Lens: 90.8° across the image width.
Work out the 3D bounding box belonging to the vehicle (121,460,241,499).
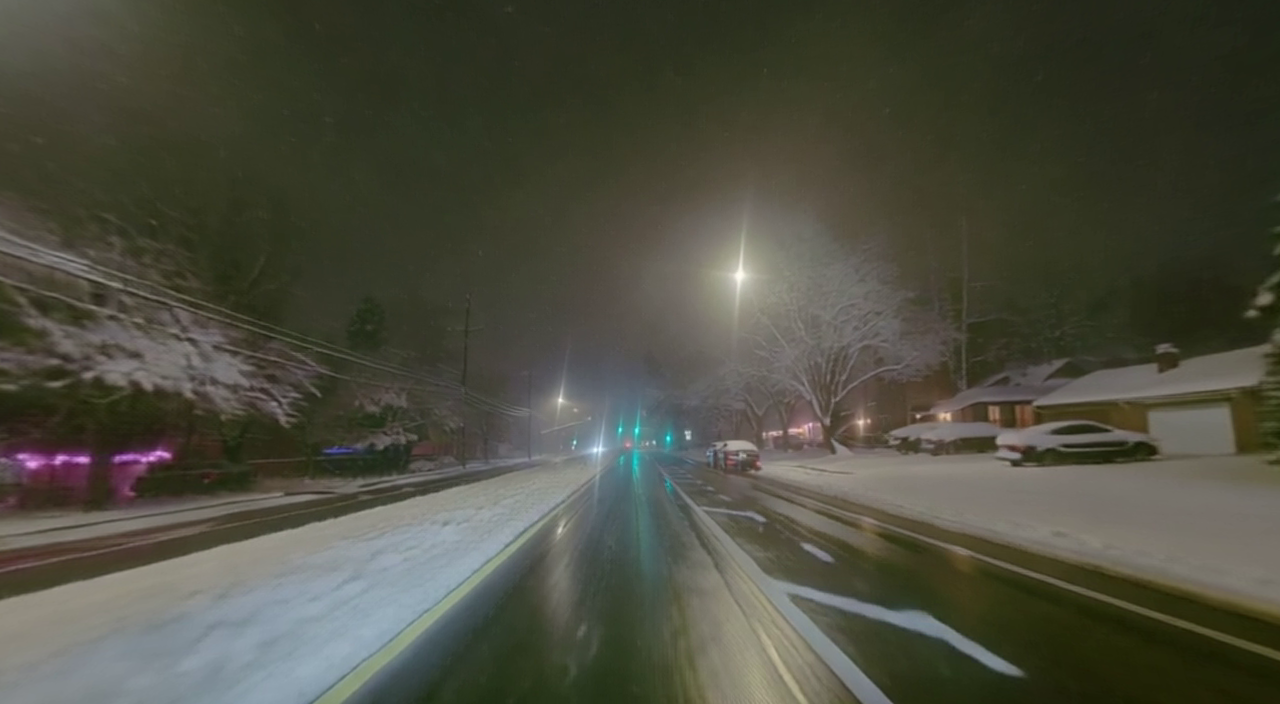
[{"bbox_3d":[-23.266,6.437,32.160,4.466,1.773,2.063,-1,-8,-2],"label":"vehicle"}]

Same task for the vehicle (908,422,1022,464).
[{"bbox_3d":[14.517,4.028,28.283,4.268,1.508,1.861,-2,-6,-15],"label":"vehicle"}]

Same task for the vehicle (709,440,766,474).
[{"bbox_3d":[4.843,5.313,32.103,1.995,1.553,4.628,0,-9,-2],"label":"vehicle"}]

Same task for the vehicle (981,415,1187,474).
[{"bbox_3d":[13.303,2.813,19.170,4.710,1.612,1.999,-1,-8,-2],"label":"vehicle"}]
